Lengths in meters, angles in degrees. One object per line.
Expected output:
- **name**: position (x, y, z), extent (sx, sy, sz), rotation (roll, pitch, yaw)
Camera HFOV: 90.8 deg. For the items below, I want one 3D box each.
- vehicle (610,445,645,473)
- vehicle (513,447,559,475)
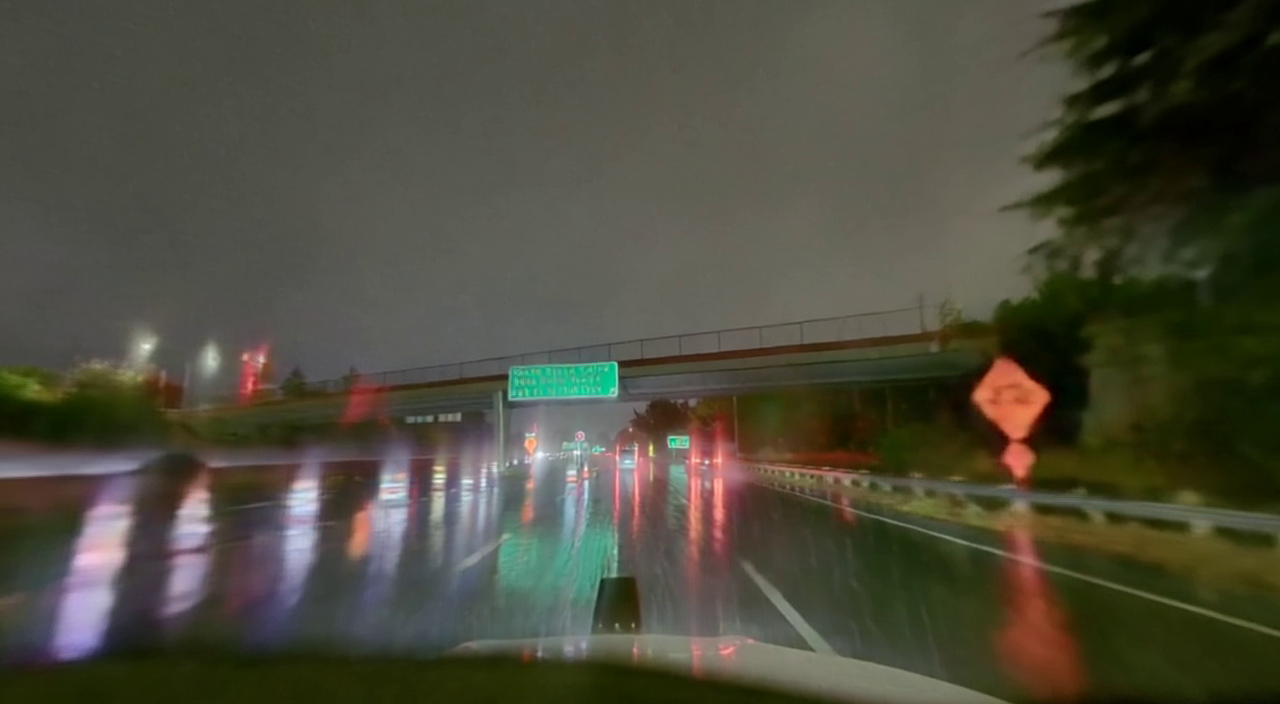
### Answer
- **vehicle**: position (-0.775, 6.643, 39.528), extent (2.109, 1.638, 3.856), rotation (0, -9, -1)
- **vehicle**: position (-6.053, 6.379, 37.170), extent (1.997, 1.507, 4.248), rotation (0, -9, -1)
